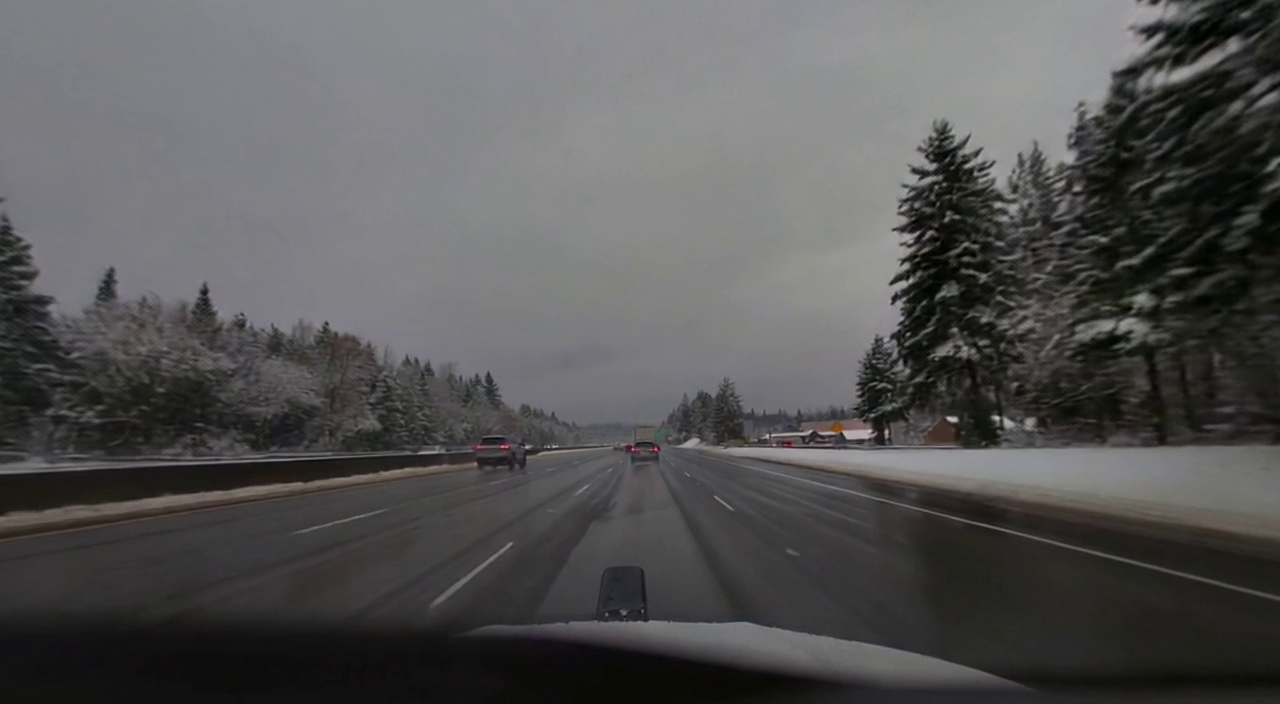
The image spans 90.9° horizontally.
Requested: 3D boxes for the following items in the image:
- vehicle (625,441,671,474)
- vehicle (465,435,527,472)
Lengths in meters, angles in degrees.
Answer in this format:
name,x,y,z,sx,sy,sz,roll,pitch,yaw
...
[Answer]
name,x,y,z,sx,sy,sz,roll,pitch,yaw
vehicle,0.344,5.170,31.204,2.112,1.482,4.082,0,-8,0
vehicle,-7.455,5.316,33.115,2.093,1.789,4.399,0,-8,1
